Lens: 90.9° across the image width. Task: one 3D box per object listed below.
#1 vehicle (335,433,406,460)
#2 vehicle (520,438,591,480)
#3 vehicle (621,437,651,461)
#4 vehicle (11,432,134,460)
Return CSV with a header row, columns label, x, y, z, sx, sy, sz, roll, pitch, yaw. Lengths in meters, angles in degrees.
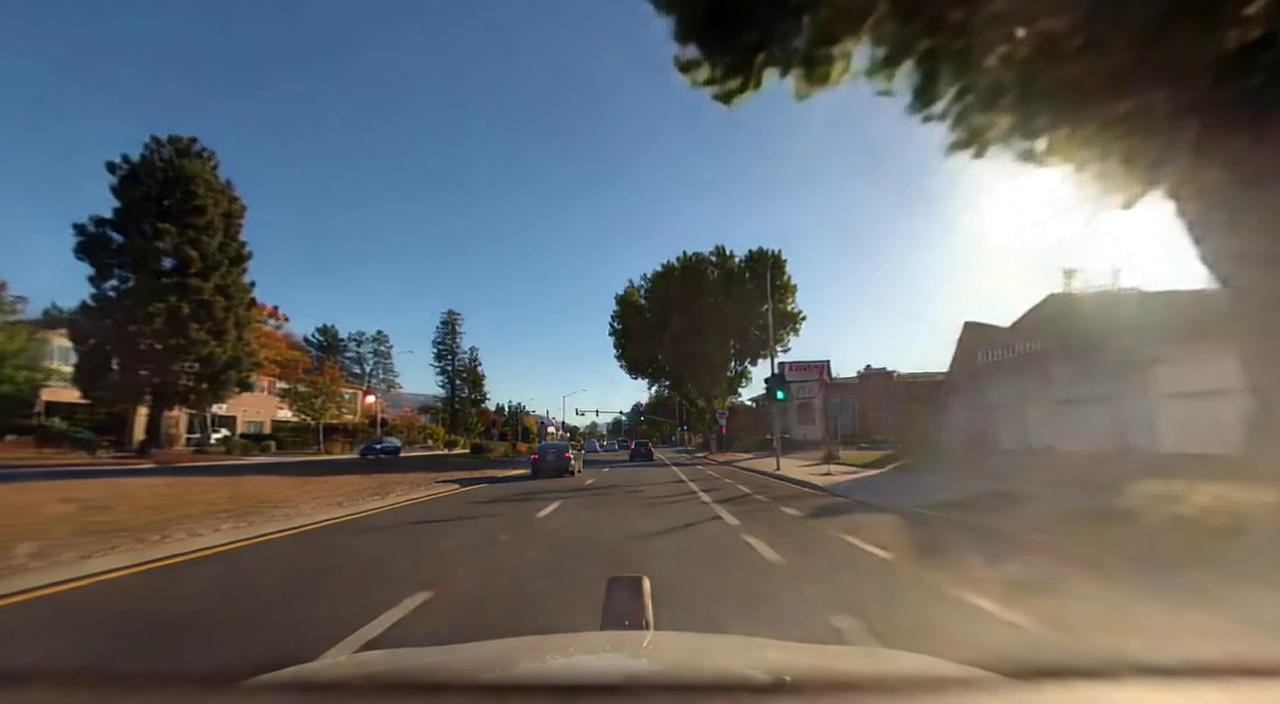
label,x,y,z,sx,sy,sz,roll,pitch,yaw
vehicle,-16.743,5.918,39.509,2.341,1.527,4.616,0,-8,1
vehicle,-3.179,4.142,24.702,2.015,1.470,4.458,0,-8,2
vehicle,-0.265,7.317,47.637,2.153,1.764,4.047,0,-8,0
vehicle,-38.737,6.464,43.190,5.670,1.815,2.766,0,-9,-1
